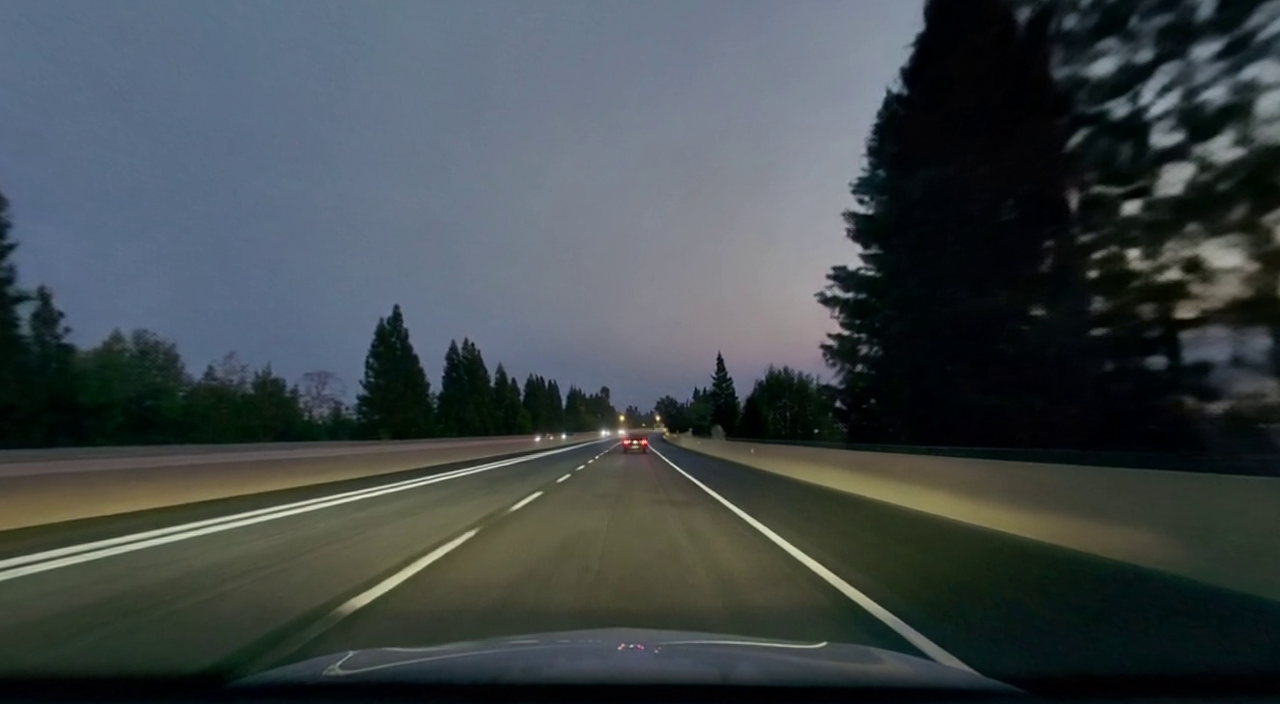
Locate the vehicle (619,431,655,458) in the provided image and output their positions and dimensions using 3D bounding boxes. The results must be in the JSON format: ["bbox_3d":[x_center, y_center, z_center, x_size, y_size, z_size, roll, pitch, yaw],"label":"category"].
[{"bbox_3d":[-0.207,5.902,40.381,2.134,1.654,4.174,0,-8,-1],"label":"vehicle"}]
